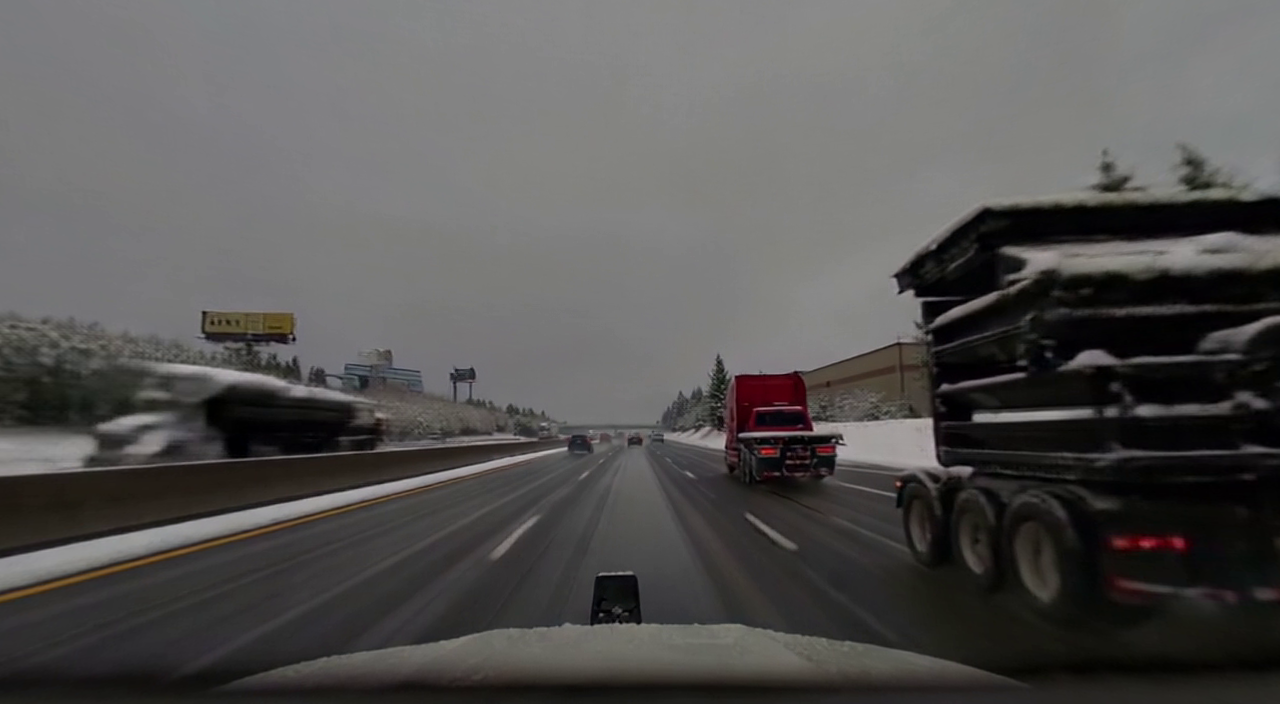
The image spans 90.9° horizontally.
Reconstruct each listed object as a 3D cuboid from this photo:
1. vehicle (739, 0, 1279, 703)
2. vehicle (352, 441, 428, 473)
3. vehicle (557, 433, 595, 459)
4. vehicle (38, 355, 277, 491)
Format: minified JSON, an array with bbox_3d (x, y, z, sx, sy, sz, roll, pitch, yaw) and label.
[{"bbox_3d":[3.914,0.529,8.765,2.871,3.815,11.331,0,-8,-2],"label":"vehicle"},{"bbox_3d":[-11.798,4.950,30.031,2.053,1.404,4.032,0,-8,-1],"label":"vehicle"},{"bbox_3d":[-3.732,5.535,37.318,1.930,1.484,3.849,0,-8,-1],"label":"vehicle"},{"bbox_3d":[-15.515,2.401,21.050,3.132,3.881,5.928,0,-8,-1],"label":"vehicle"}]
